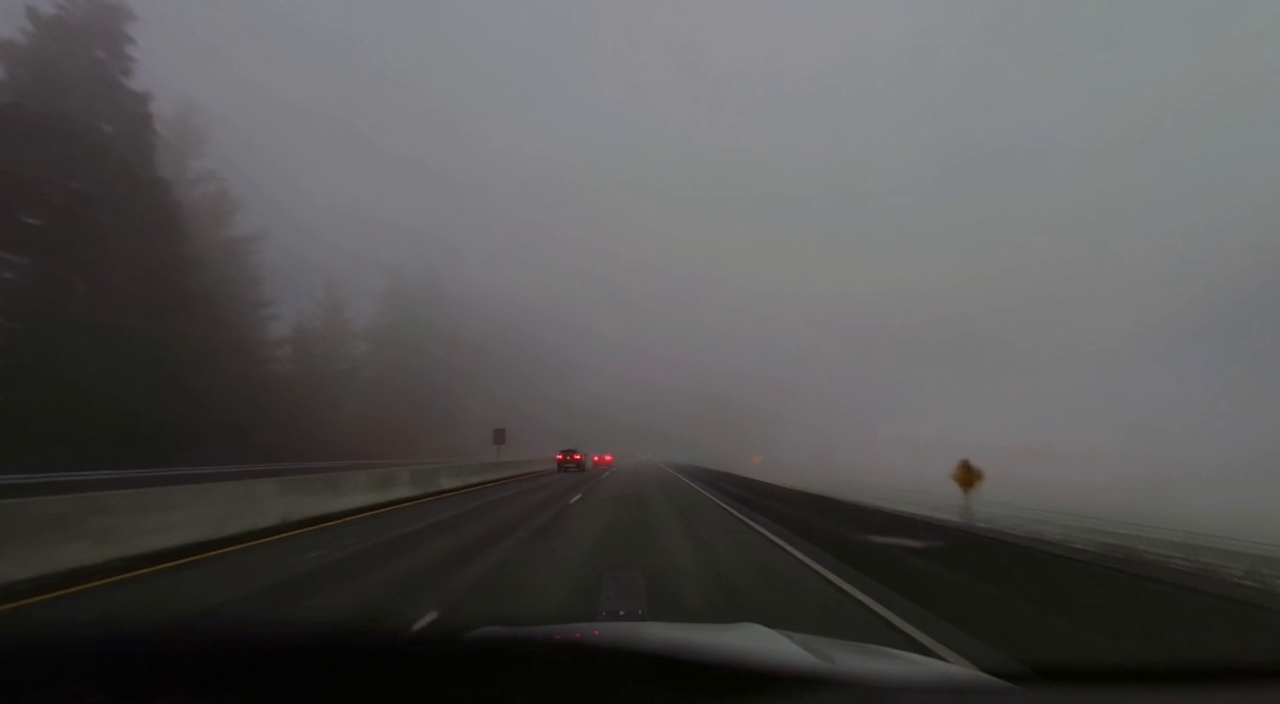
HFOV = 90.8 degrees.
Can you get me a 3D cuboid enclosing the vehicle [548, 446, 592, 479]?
[{"bbox_3d":[-3.638,5.794,33.335,1.846,1.600,4.108,-1,-9,0],"label":"vehicle"}]
